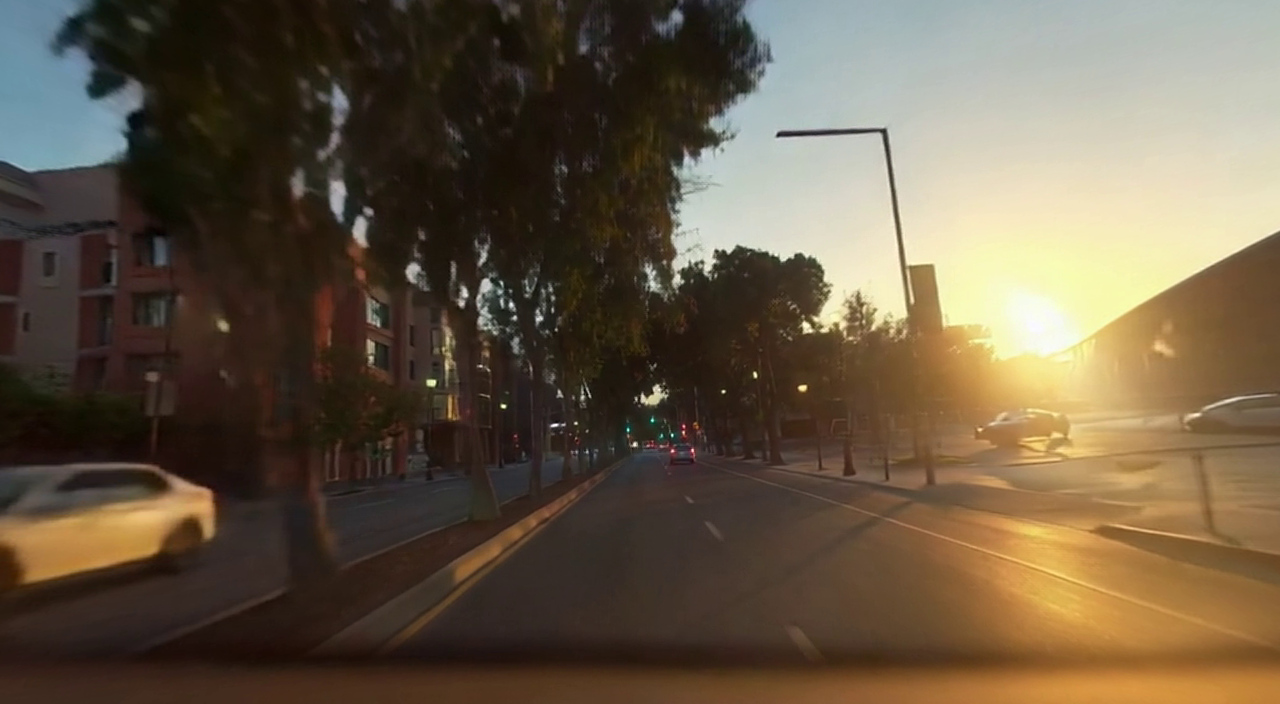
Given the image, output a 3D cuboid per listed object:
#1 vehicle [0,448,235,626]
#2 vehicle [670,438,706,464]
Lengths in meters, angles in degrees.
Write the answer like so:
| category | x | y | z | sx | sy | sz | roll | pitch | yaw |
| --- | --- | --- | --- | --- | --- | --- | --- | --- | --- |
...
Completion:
| category | x | y | z | sx | sy | sz | roll | pitch | yaw |
| --- | --- | --- | --- | --- | --- | --- | --- | --- | --- |
| vehicle | -7.305 | 2.007 | 7.370 | 2.031 | 1.723 | 4.566 | 0 | -9 | 1 |
| vehicle | 3.236 | 6.742 | 43.031 | 2.129 | 1.719 | 4.205 | 0 | -8 | 0 |
